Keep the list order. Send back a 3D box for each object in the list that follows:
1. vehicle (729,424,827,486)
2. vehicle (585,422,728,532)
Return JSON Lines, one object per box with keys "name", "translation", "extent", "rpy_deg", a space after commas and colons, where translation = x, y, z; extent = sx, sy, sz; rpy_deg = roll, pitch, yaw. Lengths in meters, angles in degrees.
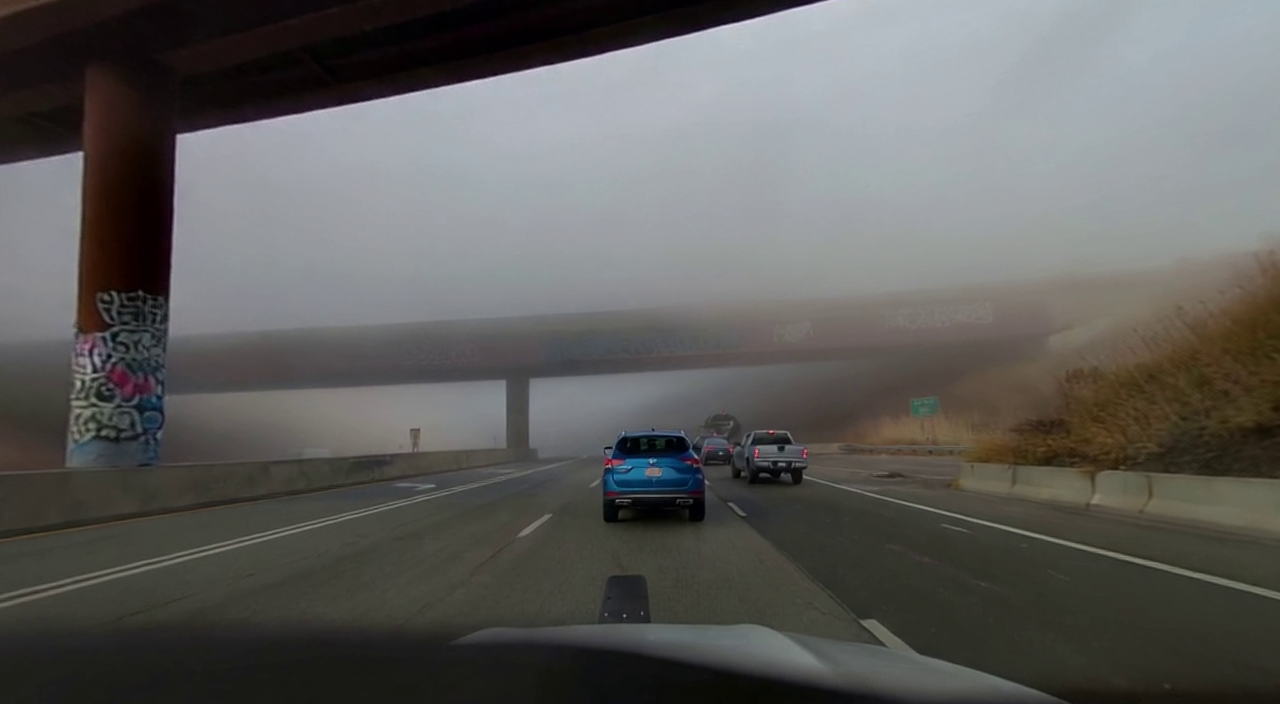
{"name": "vehicle", "translation": [4.766, 3.690, 22.889], "extent": [2.311, 1.922, 5.977], "rpy_deg": [0, -8, 1]}
{"name": "vehicle", "translation": [0.277, 2.215, 11.690], "extent": [2.193, 1.651, 3.946], "rpy_deg": [0, -8, 1]}
